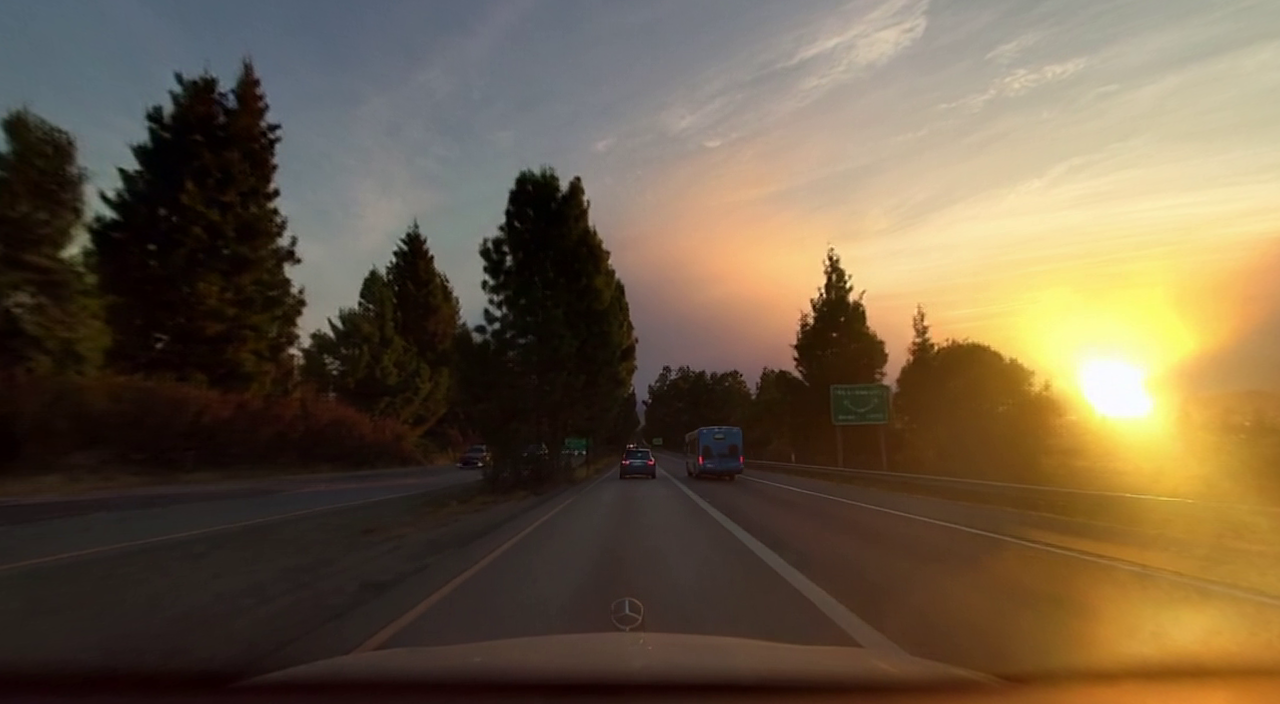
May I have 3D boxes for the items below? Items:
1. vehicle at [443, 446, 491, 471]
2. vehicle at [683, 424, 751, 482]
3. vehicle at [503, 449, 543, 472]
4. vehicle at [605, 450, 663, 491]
[{"bbox_3d":[-11.834,7.308,43.357,2.083,1.616,4.311,0,-9,0],"label":"vehicle"},{"bbox_3d":[3.786,5.148,32.237,2.513,2.633,5.930,0,-9,-2],"label":"vehicle"},{"bbox_3d":[-7.897,7.337,42.921,1.952,1.449,4.276,0,-9,0],"label":"vehicle"},{"bbox_3d":[-0.223,4.466,24.038,2.037,1.417,3.885,0,-9,-1],"label":"vehicle"}]
